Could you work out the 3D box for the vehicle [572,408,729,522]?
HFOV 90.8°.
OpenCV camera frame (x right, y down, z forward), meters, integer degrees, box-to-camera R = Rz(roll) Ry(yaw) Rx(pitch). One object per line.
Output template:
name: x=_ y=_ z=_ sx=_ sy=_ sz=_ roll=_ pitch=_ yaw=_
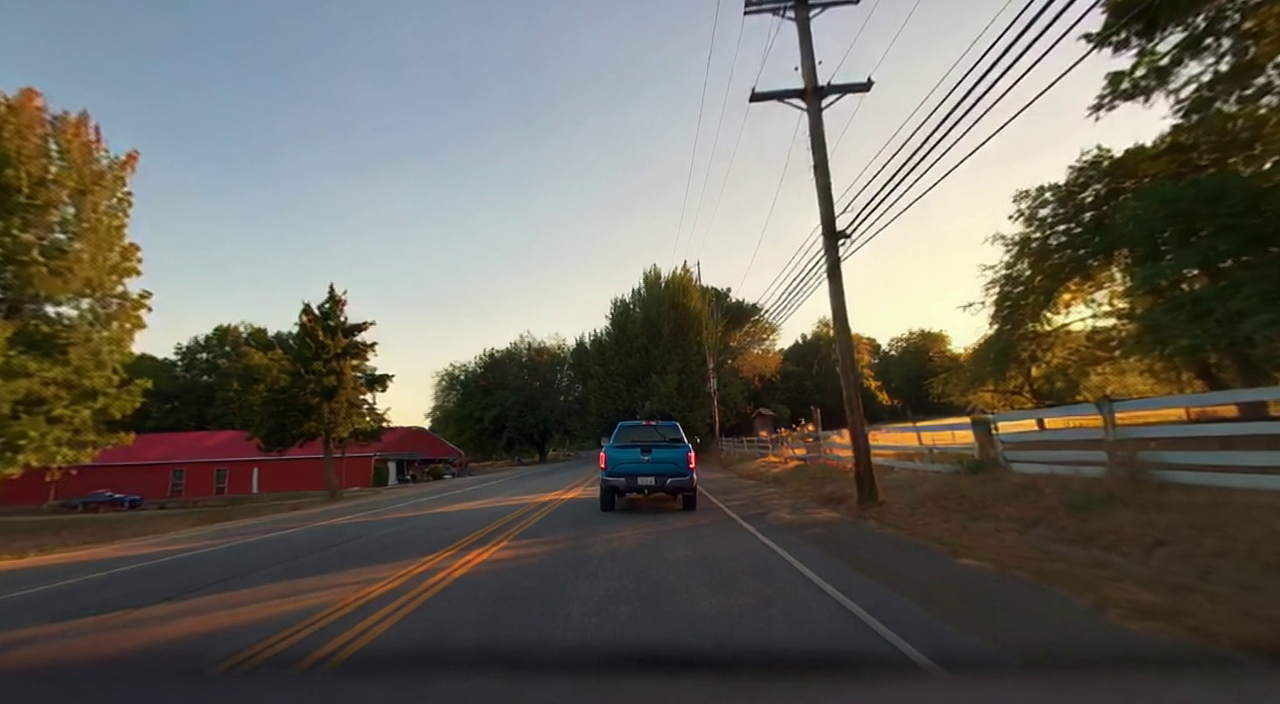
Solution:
vehicle: x=0.166 y=2.426 z=14.122 sx=2.693 sy=1.941 sz=6.356 roll=0 pitch=-9 yaw=0
